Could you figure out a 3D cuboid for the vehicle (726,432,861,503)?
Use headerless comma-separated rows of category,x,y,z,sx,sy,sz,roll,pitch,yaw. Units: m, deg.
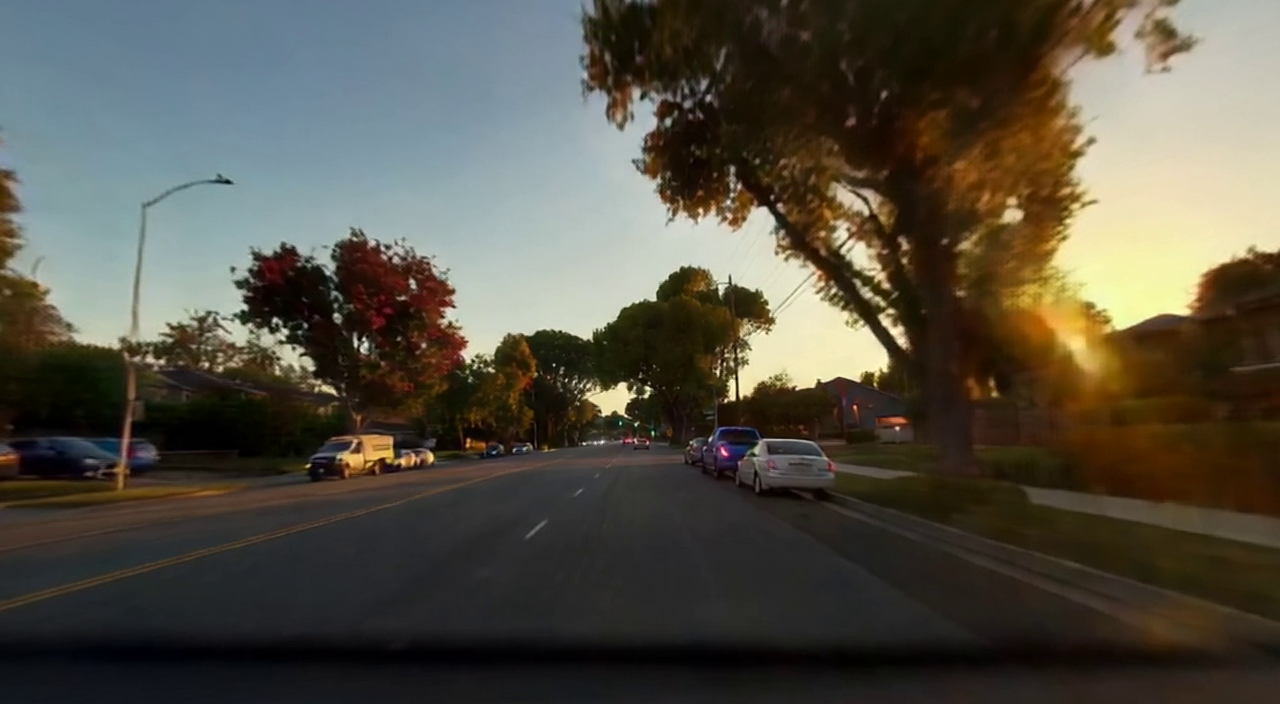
vehicle,3.564,2.794,15.798,1.911,1.471,5.151,0,-8,-2

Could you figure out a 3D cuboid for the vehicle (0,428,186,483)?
vehicle,-21.940,4.086,25.027,6.230,1.991,2.456,-1,-8,7

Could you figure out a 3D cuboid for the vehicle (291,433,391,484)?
vehicle,-13.867,4.952,29.781,2.155,1.991,5.722,-3,-8,-2
